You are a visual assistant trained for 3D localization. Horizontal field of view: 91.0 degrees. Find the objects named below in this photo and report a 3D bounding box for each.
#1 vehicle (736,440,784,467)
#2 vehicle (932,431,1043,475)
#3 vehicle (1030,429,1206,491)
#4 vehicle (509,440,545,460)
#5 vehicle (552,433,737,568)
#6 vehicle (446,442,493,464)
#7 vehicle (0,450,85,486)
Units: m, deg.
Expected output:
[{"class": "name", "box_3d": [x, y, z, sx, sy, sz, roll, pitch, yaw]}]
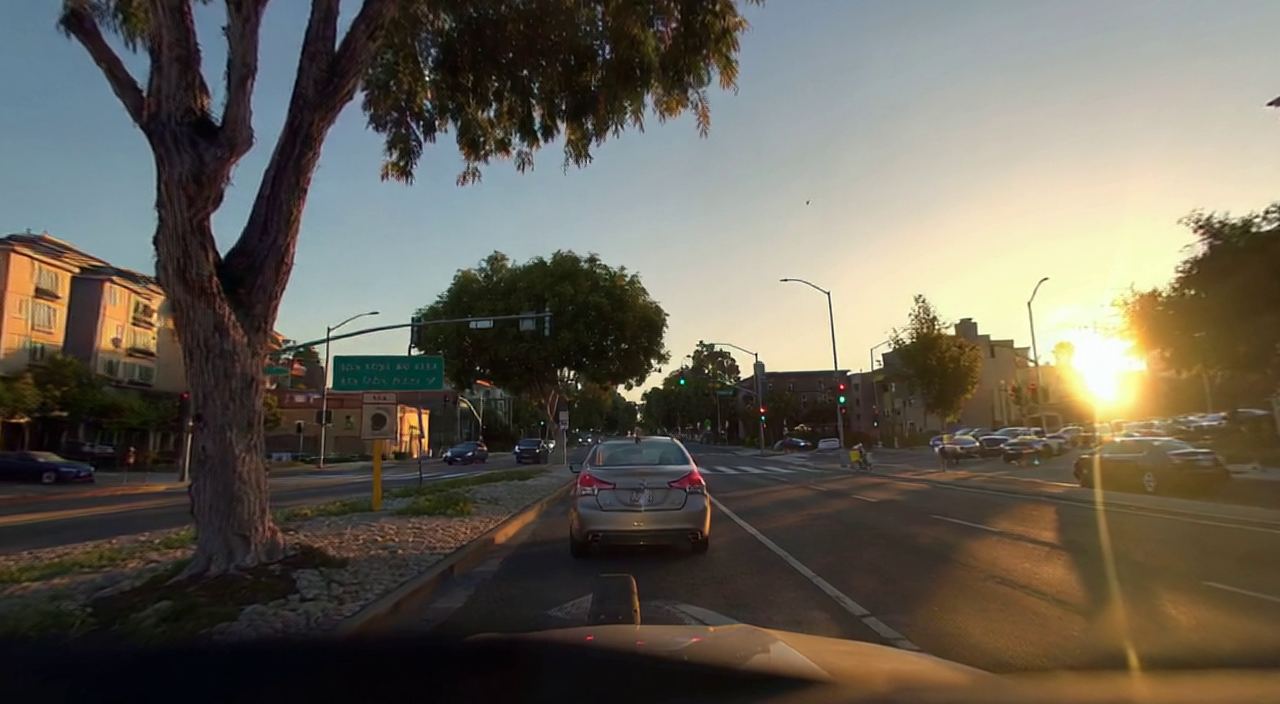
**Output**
[{"class": "vehicle", "box_3d": [7.005, 5.951, 37.068, 1.932, 1.439, 4.159, 0, -9, -1]}, {"class": "vehicle", "box_3d": [13.079, 3.830, 24.023, 1.887, 1.504, 3.898, 0, -9, -2]}, {"class": "vehicle", "box_3d": [13.071, 2.980, 17.591, 1.859, 1.525, 3.948, 0, -9, 1]}, {"class": "vehicle", "box_3d": [-8.844, 7.739, 49.692, 1.994, 1.474, 4.411, 0, -9, 1]}, {"class": "vehicle", "box_3d": [-0.057, 1.932, 8.998, 2.010, 1.447, 4.121, 0, -9, -3]}, {"class": "vehicle", "box_3d": [-12.244, 7.266, 45.584, 2.125, 1.495, 4.308, 0, -9, 1]}, {"class": "vehicle", "box_3d": [-27.384, 5.083, 27.762, 1.773, 1.438, 4.268, 0, -9, 2]}]
